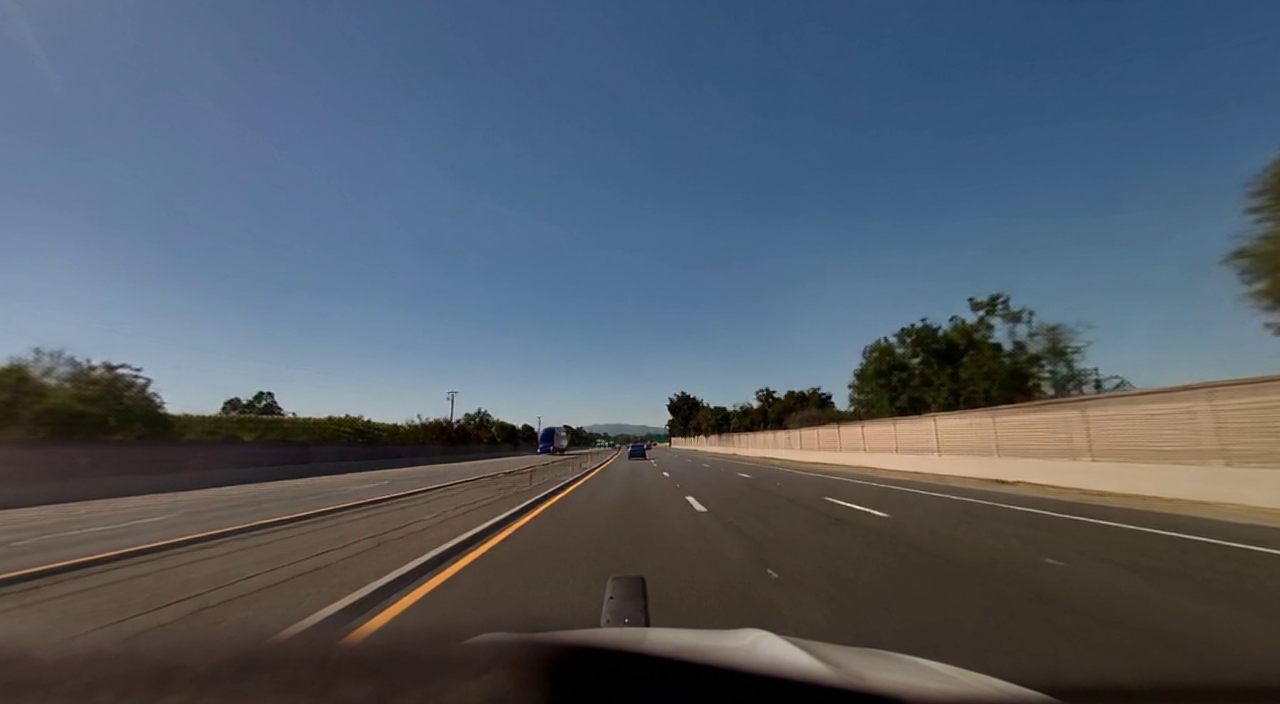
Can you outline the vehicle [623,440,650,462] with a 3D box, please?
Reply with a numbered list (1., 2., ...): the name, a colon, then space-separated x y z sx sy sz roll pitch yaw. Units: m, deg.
1. vehicle: -0.245 7.525 48.020 2.009 1.554 4.013 0 -8 0
